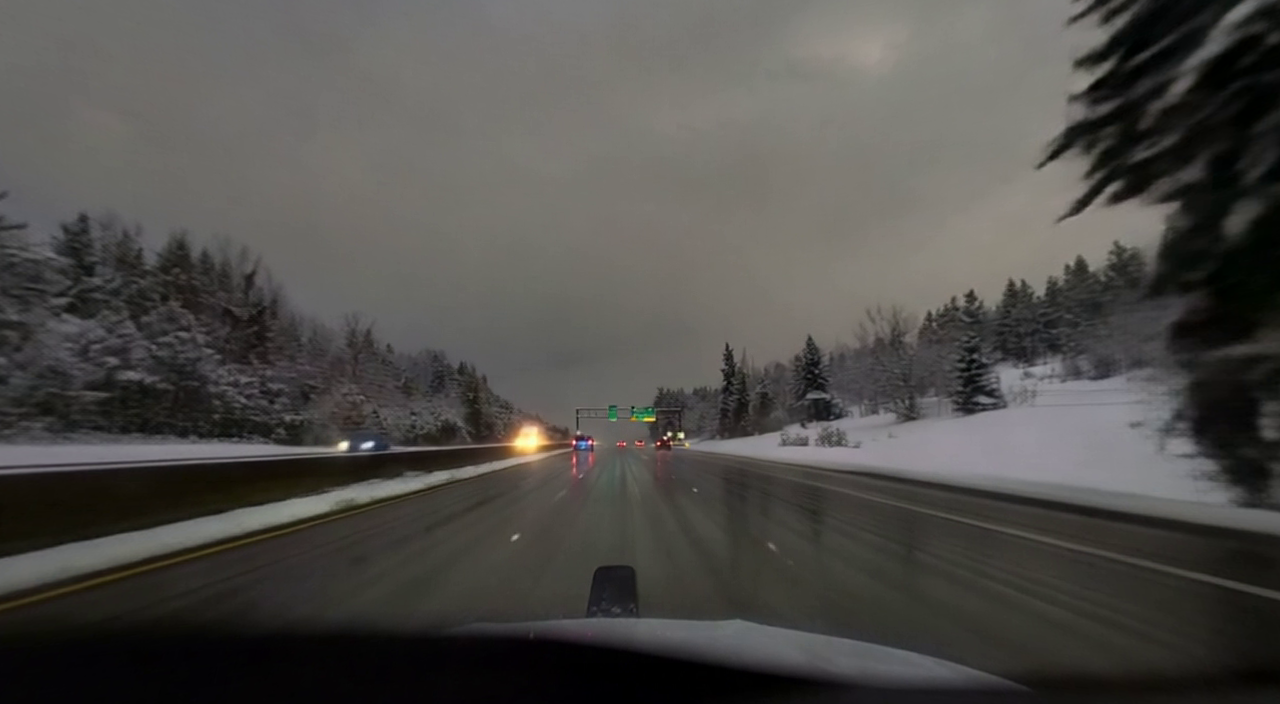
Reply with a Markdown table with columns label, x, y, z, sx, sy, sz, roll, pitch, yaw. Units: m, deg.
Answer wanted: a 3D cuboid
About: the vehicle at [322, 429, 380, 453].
| label | x | y | z | sx | sy | sz | roll | pitch | yaw |
| --- | --- | --- | --- | --- | --- | --- | --- | --- | --- |
| vehicle | -20.164 | 6.240 | 44.133 | 1.930 | 1.583 | 4.681 | 0 | -8 | -1 |
